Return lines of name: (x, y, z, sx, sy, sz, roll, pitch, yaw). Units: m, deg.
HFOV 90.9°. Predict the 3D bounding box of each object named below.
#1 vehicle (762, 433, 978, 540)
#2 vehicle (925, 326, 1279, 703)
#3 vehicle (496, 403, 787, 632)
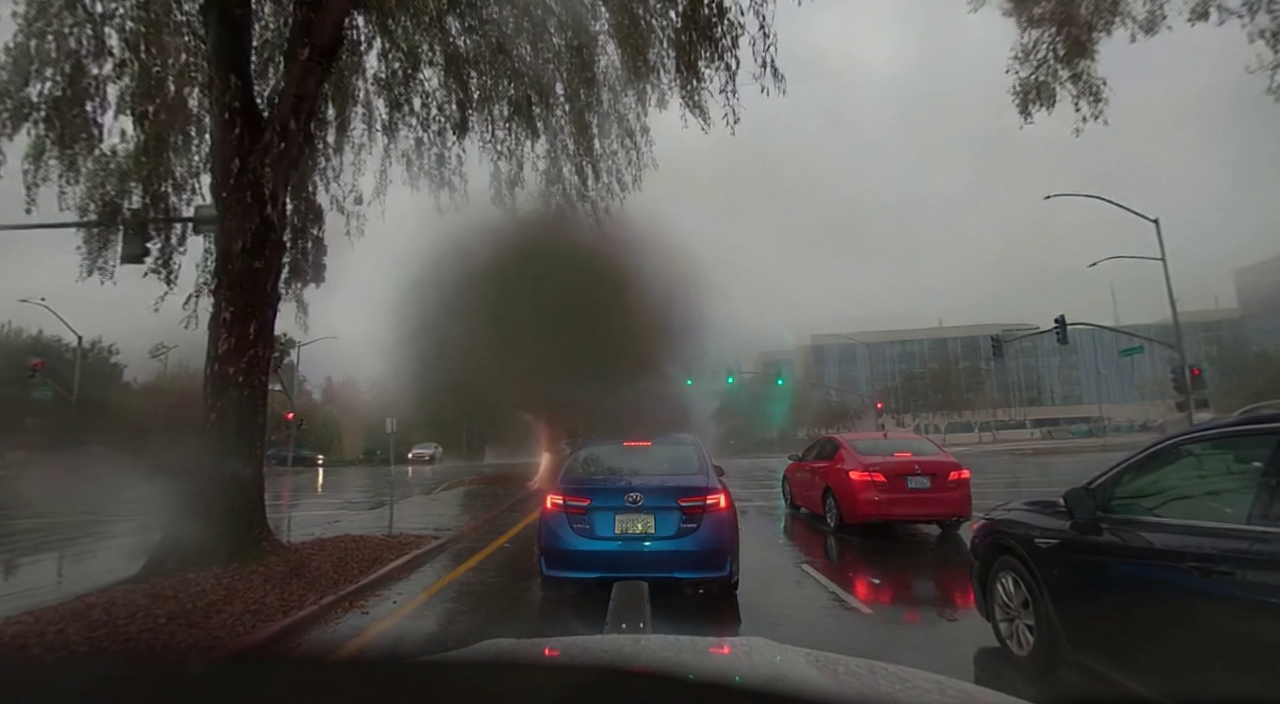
vehicle: (3.709, 2.259, 11.294, 2.054, 1.482, 4.654, 0, -9, -1)
vehicle: (3.740, 0.934, 3.422, 2.162, 1.829, 4.519, 0, -9, -1)
vehicle: (-0.001, 1.476, 6.498, 2.074, 1.631, 3.793, 0, -9, 0)
